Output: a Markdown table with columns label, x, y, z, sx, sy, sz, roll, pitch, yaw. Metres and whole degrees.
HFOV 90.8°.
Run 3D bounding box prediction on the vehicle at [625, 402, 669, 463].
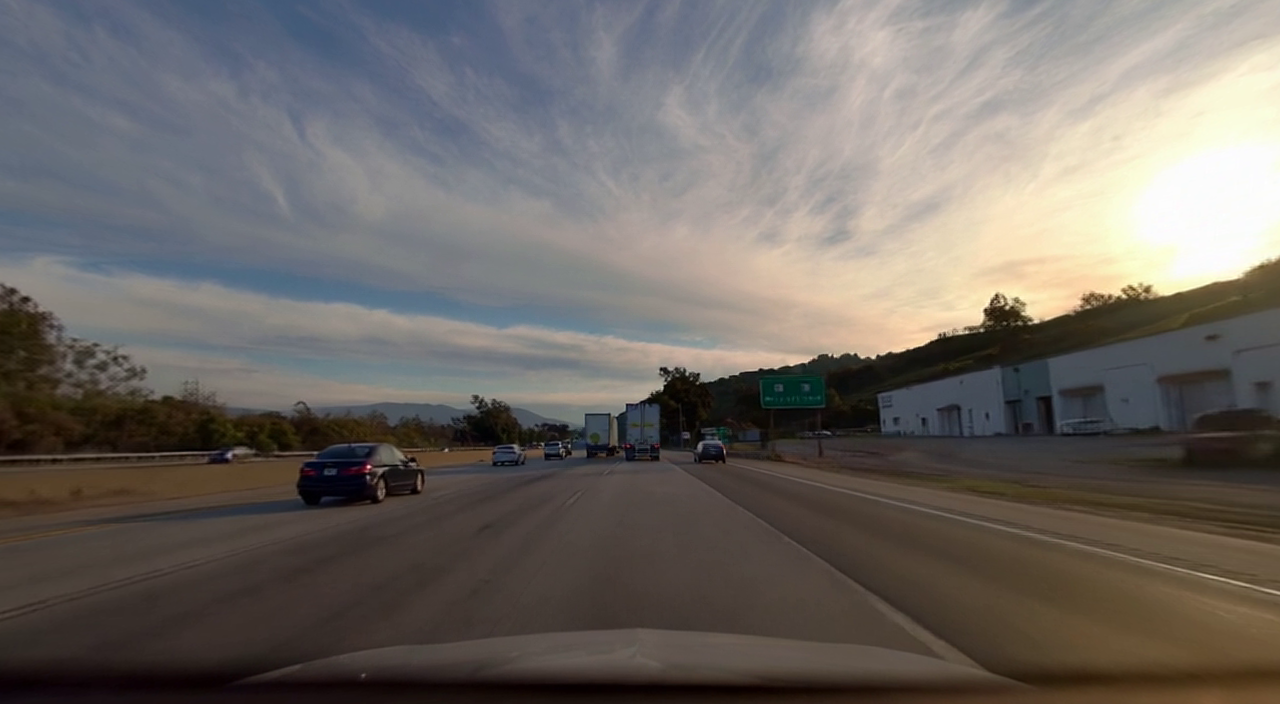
| label | x | y | z | sx | sy | sz | roll | pitch | yaw |
| --- | --- | --- | --- | --- | --- | --- | --- | --- | --- |
| vehicle | 0.386 | 6.246 | 47.983 | 2.969 | 4.104 | 10.906 | 0 | -9 | -1 |

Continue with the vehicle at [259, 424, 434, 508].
| label | x | y | z | sx | sy | sz | roll | pitch | yaw |
| --- | --- | --- | --- | --- | --- | --- | --- | --- | --- |
| vehicle | -6.912 | 2.737 | 15.551 | 2.122 | 1.754 | 4.379 | 0 | -9 | 1 |

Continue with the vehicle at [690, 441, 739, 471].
| label | x | y | z | sx | sy | sz | roll | pitch | yaw |
| --- | --- | --- | --- | --- | --- | --- | --- | --- | --- |
| vehicle | 3.834 | 5.477 | 33.310 | 2.006 | 1.452 | 4.246 | 0 | -9 | -1 |

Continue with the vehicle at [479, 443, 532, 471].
| label | x | y | z | sx | sy | sz | roll | pitch | yaw |
| --- | --- | --- | --- | --- | --- | --- | --- | --- | --- |
| vehicle | -7.281 | 5.733 | 34.640 | 1.891 | 1.460 | 4.506 | 0 | -9 | 1 |
